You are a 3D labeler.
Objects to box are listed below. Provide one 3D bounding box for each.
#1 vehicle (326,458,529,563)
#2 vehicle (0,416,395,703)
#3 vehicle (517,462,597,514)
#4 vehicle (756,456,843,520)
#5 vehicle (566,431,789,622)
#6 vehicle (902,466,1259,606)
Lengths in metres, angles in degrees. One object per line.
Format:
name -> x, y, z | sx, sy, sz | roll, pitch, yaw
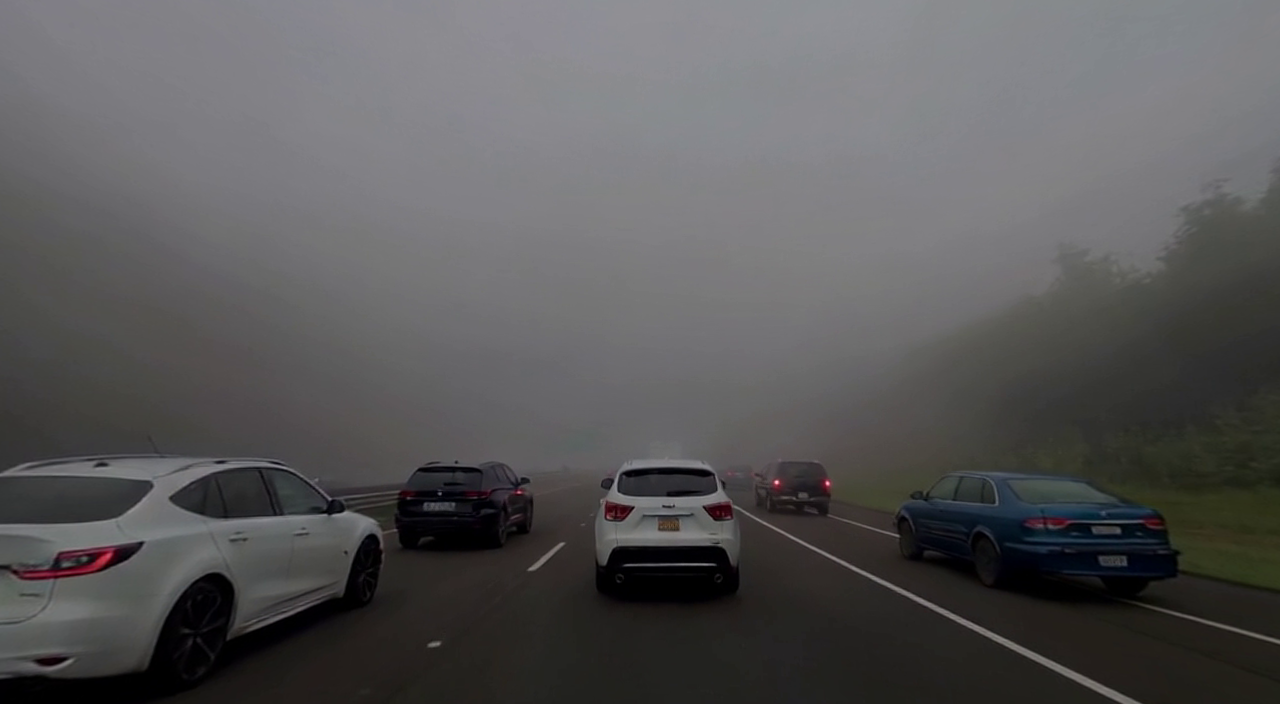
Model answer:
vehicle -> -3.564, 2.777, 11.696 | 1.960, 1.502, 4.593 | 0, -11, 3
vehicle -> -3.776, 1.431, 4.776 | 1.994, 1.556, 4.263 | 0, -11, 1
vehicle -> -2.886, 4.876, 22.964 | 2.014, 1.654, 4.254 | 0, -11, 4
vehicle -> 5.235, 4.504, 21.256 | 1.984, 1.876, 4.287 | 0, -11, 3
vehicle -> 0.372, 2.007, 7.999 | 2.057, 1.725, 4.126 | 1, -11, 0
vehicle -> 5.651, 2.389, 9.021 | 1.919, 1.437, 4.436 | 1, -11, 1
